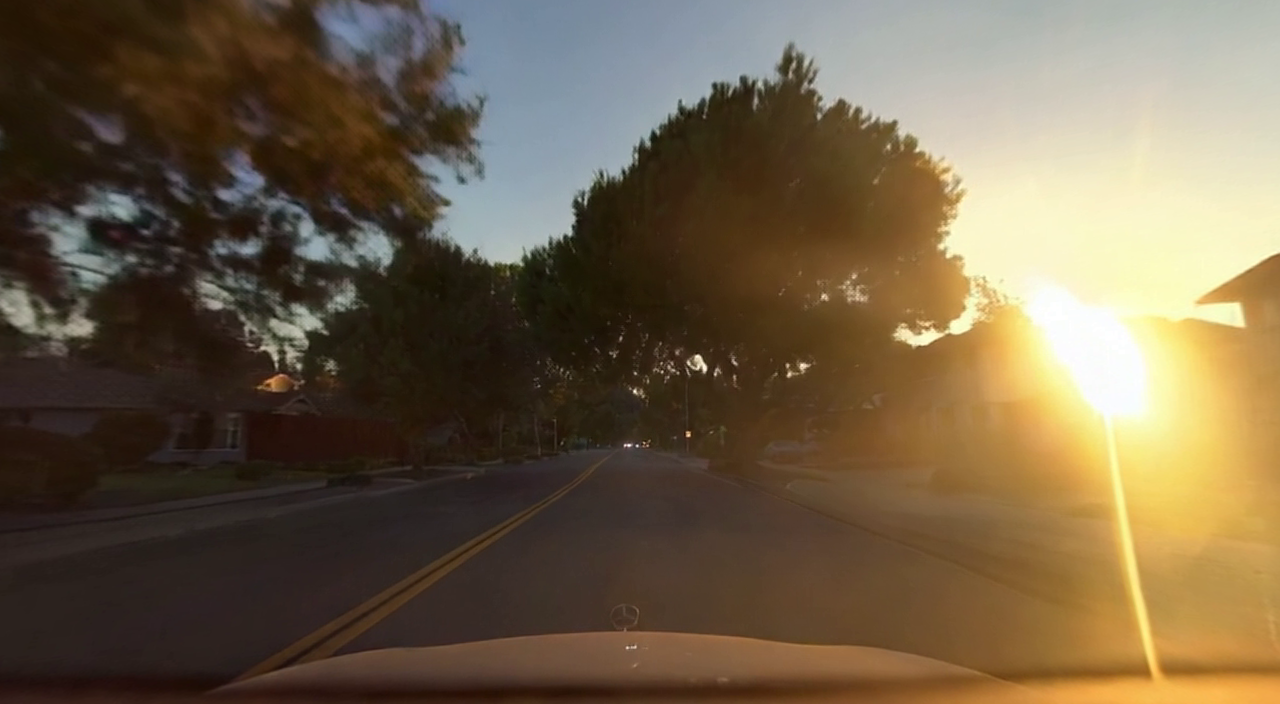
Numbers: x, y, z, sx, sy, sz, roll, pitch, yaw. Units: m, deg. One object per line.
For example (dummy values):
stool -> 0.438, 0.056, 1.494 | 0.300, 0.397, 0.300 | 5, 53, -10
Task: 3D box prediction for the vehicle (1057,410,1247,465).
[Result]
vehicle -> 17.136, 2.898, 21.258 | 4.562, 1.736, 2.092 | 0, -8, -1
